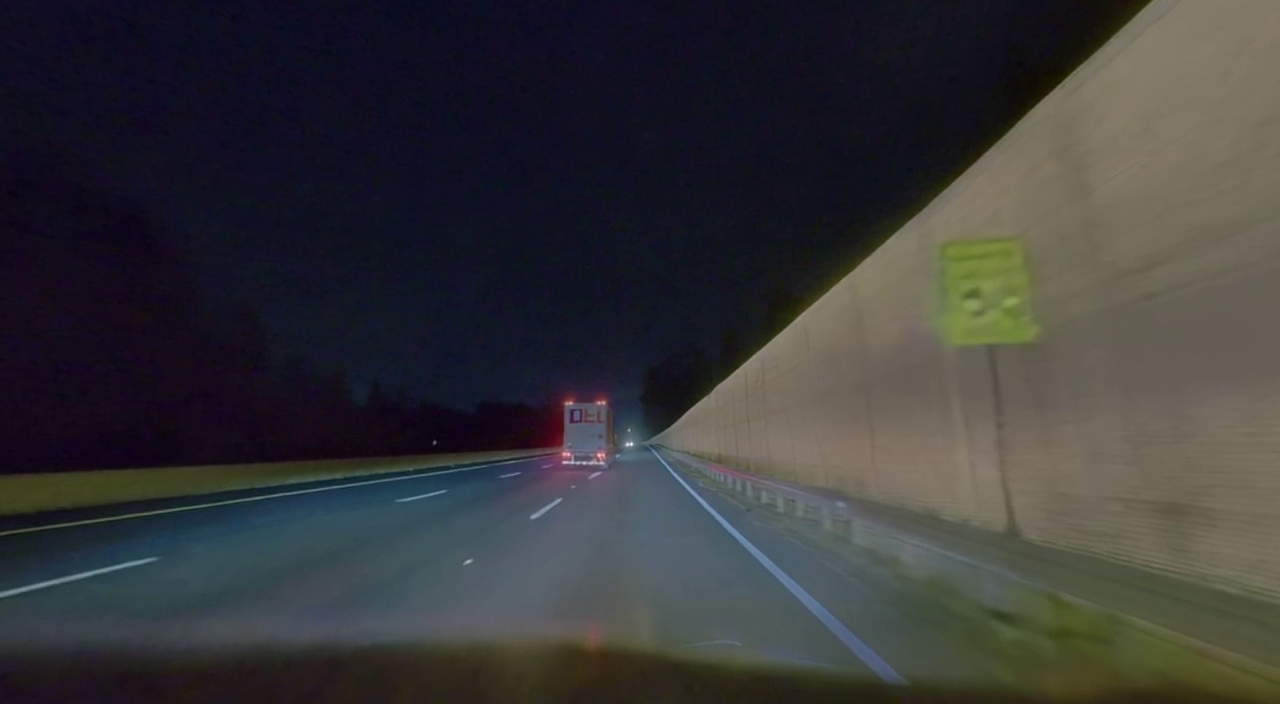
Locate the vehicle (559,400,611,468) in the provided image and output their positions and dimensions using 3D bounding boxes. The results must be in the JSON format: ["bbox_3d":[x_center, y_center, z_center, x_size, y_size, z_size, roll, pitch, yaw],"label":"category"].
[{"bbox_3d":[-3.633,5.720,43.680,2.796,4.184,8.554,0,-8,0],"label":"vehicle"}]
